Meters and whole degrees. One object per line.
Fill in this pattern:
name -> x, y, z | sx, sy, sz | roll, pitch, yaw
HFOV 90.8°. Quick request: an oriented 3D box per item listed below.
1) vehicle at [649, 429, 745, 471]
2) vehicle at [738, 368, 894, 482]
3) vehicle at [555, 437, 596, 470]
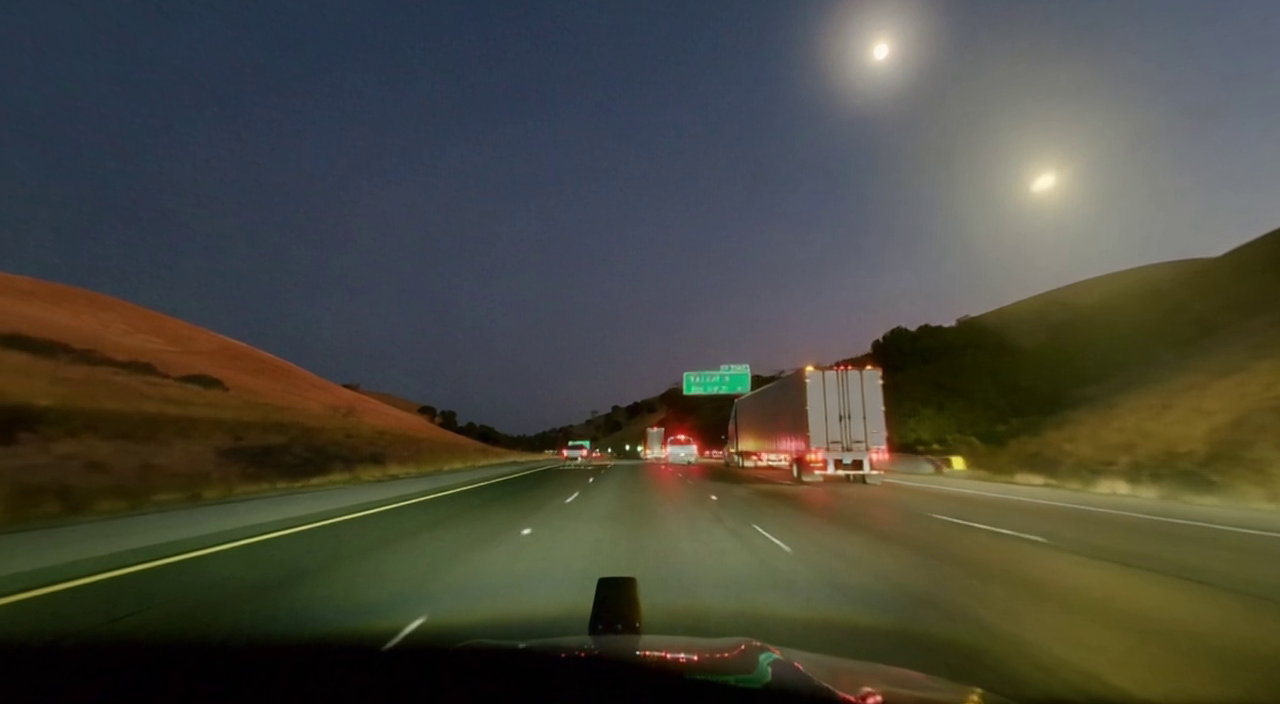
vehicle -> 3.084, 5.492, 35.468 | 5.075, 2.277, 2.365 | 0, -9, -3
vehicle -> 7.748, 3.897, 31.457 | 2.935, 4.187, 16.357 | 0, -9, -1
vehicle -> -4.205, 6.707, 41.871 | 2.193, 1.977, 4.759 | 0, -9, 0
